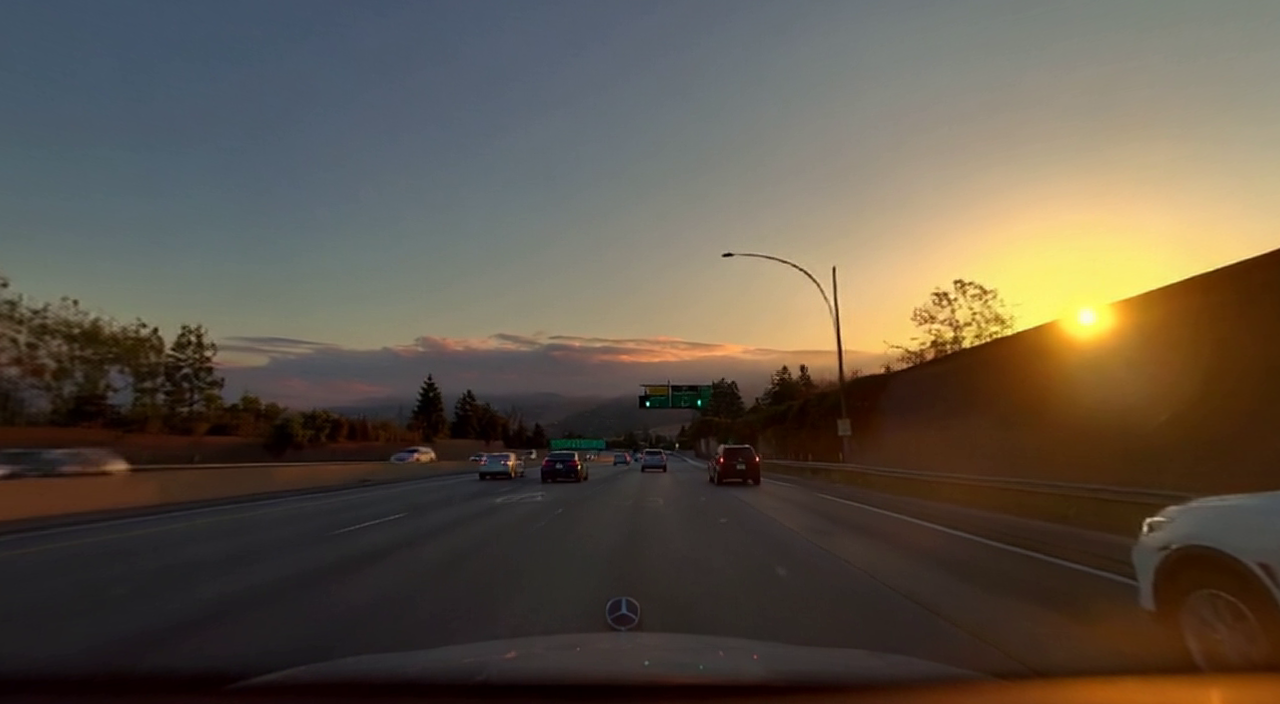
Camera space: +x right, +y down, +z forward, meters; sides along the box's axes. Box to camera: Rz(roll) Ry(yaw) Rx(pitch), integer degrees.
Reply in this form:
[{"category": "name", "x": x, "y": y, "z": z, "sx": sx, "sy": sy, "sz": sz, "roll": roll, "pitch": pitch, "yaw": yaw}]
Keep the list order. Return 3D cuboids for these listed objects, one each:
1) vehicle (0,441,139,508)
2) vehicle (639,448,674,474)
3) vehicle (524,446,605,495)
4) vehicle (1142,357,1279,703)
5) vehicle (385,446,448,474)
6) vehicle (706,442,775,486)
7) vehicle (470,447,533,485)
[{"category": "vehicle", "x": -15.345, "y": 2.976, "z": 15.644, "sx": 1.971, "sy": 1.484, "sz": 4.666, "roll": 0, "pitch": -9, "yaw": 1}, {"category": "vehicle", "x": 1.229, "y": 7.828, "z": 45.675, "sx": 2.408, "sy": 1.748, "sz": 4.217, "roll": 0, "pitch": -8, "yaw": 3}, {"category": "vehicle", "x": -2.498, "y": 4.060, "z": 22.137, "sx": 2.130, "sy": 1.514, "sz": 4.766, "roll": 0, "pitch": -8, "yaw": 2}, {"category": "vehicle", "x": 3.807, "y": 0.646, "z": 1.134, "sx": 2.029, "sy": 1.716, "sz": 4.545, "roll": 0, "pitch": -9, "yaw": 0}, {"category": "vehicle", "x": -14.766, "y": 7.164, "z": 42.090, "sx": 2.213, "sy": 1.749, "sz": 4.890, "roll": -1, "pitch": -9, "yaw": 3}, {"category": "vehicle", "x": 4.227, "y": 4.798, "z": 27.353, "sx": 2.320, "sy": 1.735, "sz": 4.408, "roll": 0, "pitch": -8, "yaw": 1}, {"category": "vehicle", "x": -5.914, "y": 4.874, "z": 27.359, "sx": 1.835, "sy": 1.504, "sz": 3.612, "roll": 0, "pitch": -9, "yaw": 1}]
